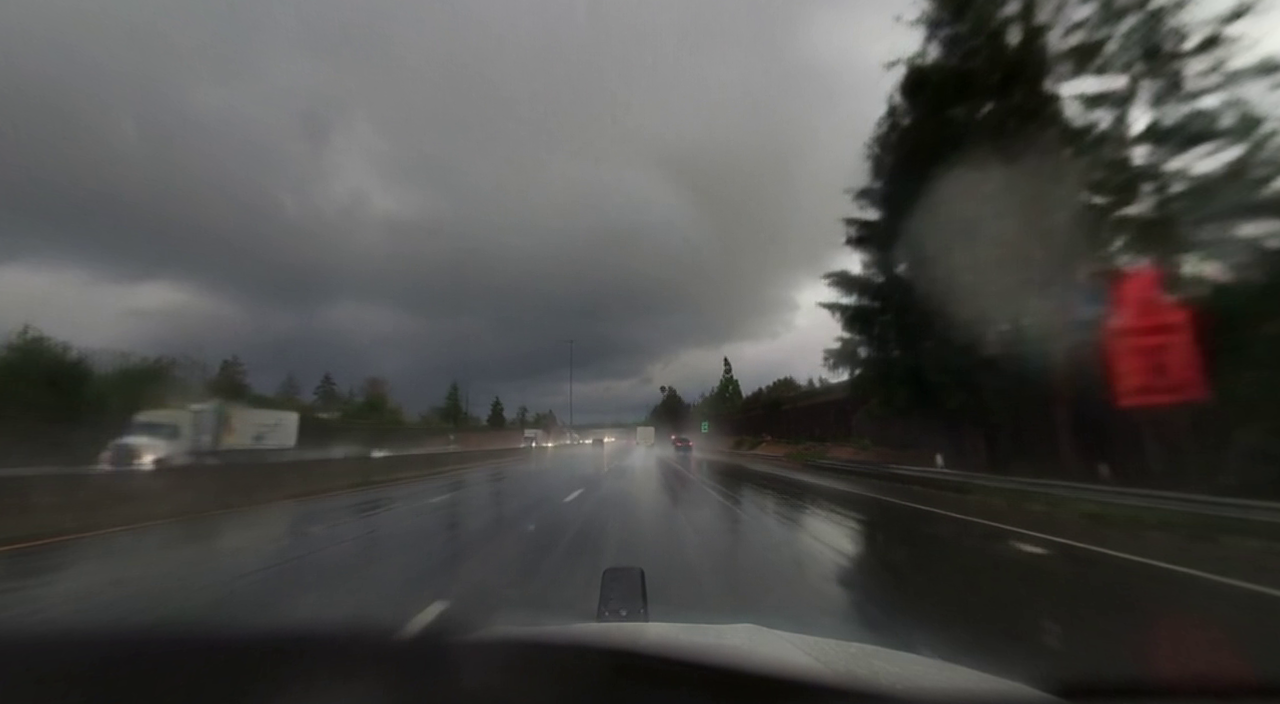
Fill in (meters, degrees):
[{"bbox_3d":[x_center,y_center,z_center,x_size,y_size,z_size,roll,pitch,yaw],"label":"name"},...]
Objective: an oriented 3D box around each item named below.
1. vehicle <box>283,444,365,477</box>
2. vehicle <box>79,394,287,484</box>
[{"bbox_3d":[-15.469,5.310,31.104,1.895,1.503,4.138,0,-8,0],"label":"vehicle"},{"bbox_3d":[-23.710,4.693,33.828,3.474,4.099,10.030,0,-8,0],"label":"vehicle"}]
